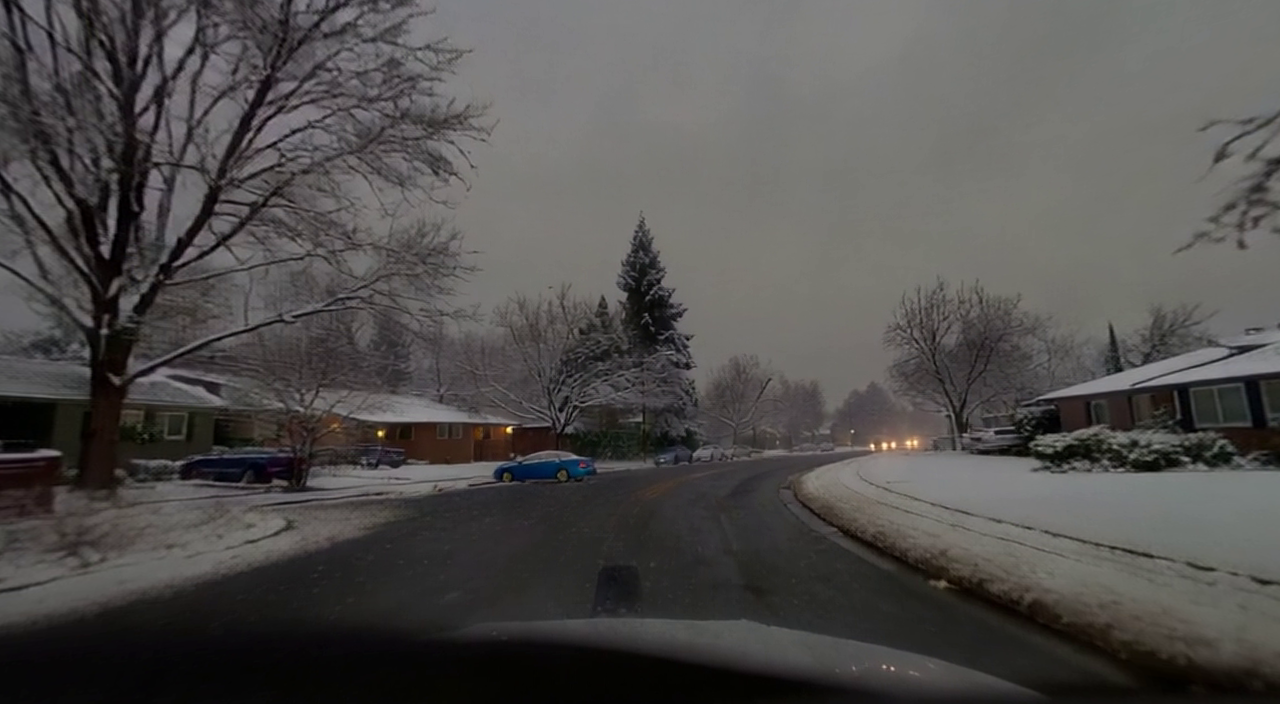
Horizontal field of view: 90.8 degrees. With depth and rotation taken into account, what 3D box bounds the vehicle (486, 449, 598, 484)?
[{"bbox_3d":[-4.391,5.143,28.634,4.653,1.480,1.871,-2,-9,13],"label":"vehicle"}]
